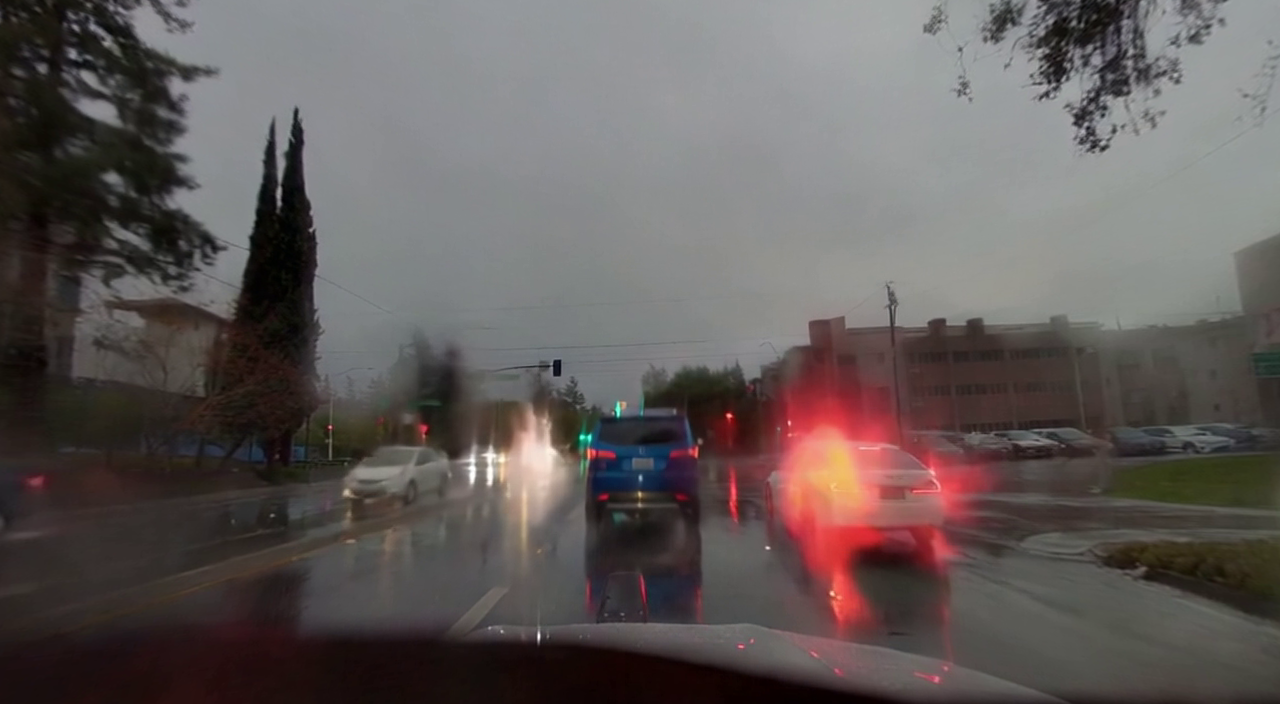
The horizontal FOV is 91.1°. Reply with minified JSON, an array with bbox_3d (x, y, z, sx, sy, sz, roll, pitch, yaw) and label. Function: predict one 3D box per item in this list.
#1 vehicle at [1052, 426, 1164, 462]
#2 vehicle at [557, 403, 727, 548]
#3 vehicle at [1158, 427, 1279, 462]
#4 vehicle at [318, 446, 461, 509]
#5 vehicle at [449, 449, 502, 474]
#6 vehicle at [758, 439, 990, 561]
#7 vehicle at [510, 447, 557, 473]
[{"bbox_3d":[26.544,5.233,35.728,4.704,1.919,2.130,0,-8,-3],"label":"vehicle"},{"bbox_3d":[-0.003,1.973,10.662,2.296,1.947,4.168,0,-8,-1],"label":"vehicle"},{"bbox_3d":[25.846,4.080,27.594,4.420,1.469,1.807,0,-8,0],"label":"vehicle"},{"bbox_3d":[-6.638,3.341,17.324,1.981,1.478,4.701,0,-8,0],"label":"vehicle"},{"bbox_3d":[-10.834,7.245,41.789,2.206,1.544,4.740,0,-8,0],"label":"vehicle"},{"bbox_3d":[3.327,2.164,10.048,1.900,1.478,4.425,0,-8,-2],"label":"vehicle"},{"bbox_3d":[-6.509,6.662,38.860,2.054,1.478,4.584,0,-8,1],"label":"vehicle"}]
